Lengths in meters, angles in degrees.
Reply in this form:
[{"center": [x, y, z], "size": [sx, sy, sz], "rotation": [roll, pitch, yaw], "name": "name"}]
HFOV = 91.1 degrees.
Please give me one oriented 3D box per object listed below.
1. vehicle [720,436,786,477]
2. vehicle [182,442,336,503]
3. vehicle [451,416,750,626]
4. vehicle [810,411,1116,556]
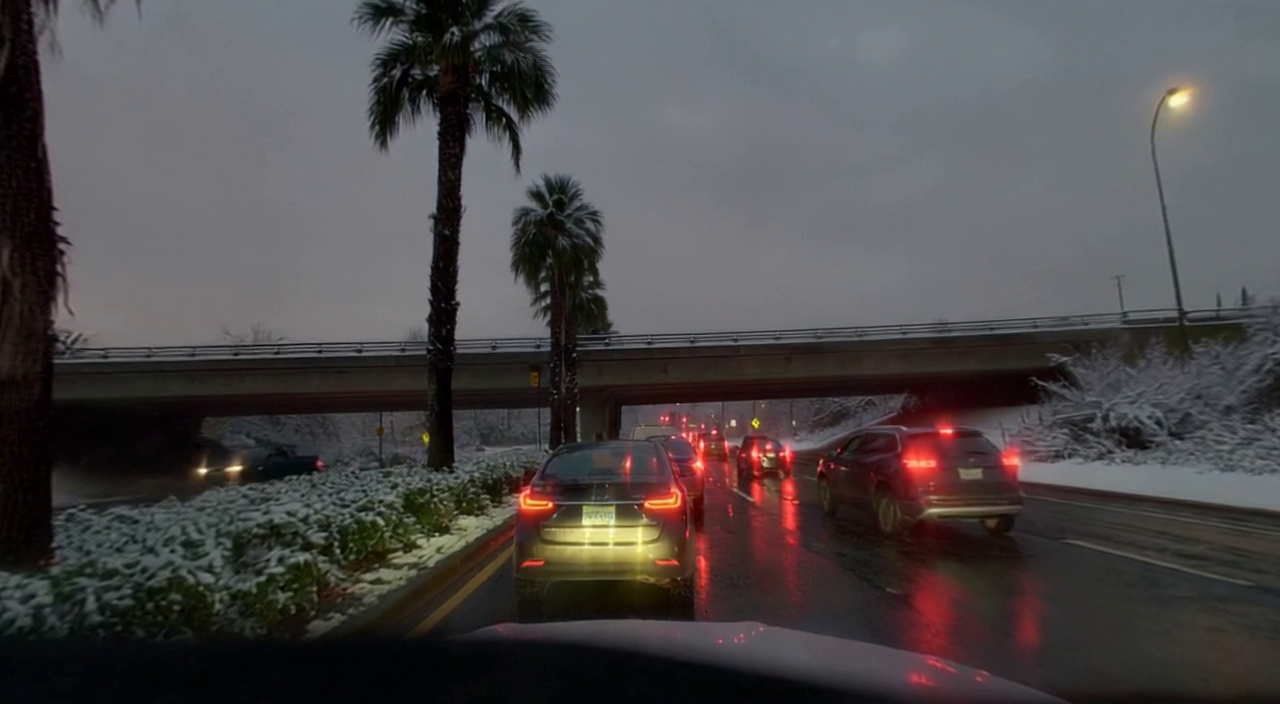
[{"center": [4.619, 4.353, 26.398], "size": [2.034, 1.517, 4.840], "rotation": [0, -9, 2], "name": "vehicle"}, {"center": [-11.784, 3.714, 19.874], "size": [2.084, 1.704, 4.485], "rotation": [0, -9, -1], "name": "vehicle"}, {"center": [-0.235, 1.531, 6.646], "size": [2.172, 1.506, 4.018], "rotation": [0, -9, 2], "name": "vehicle"}, {"center": [4.277, 1.837, 9.505], "size": [2.149, 1.609, 4.807], "rotation": [0, -9, 1], "name": "vehicle"}]
